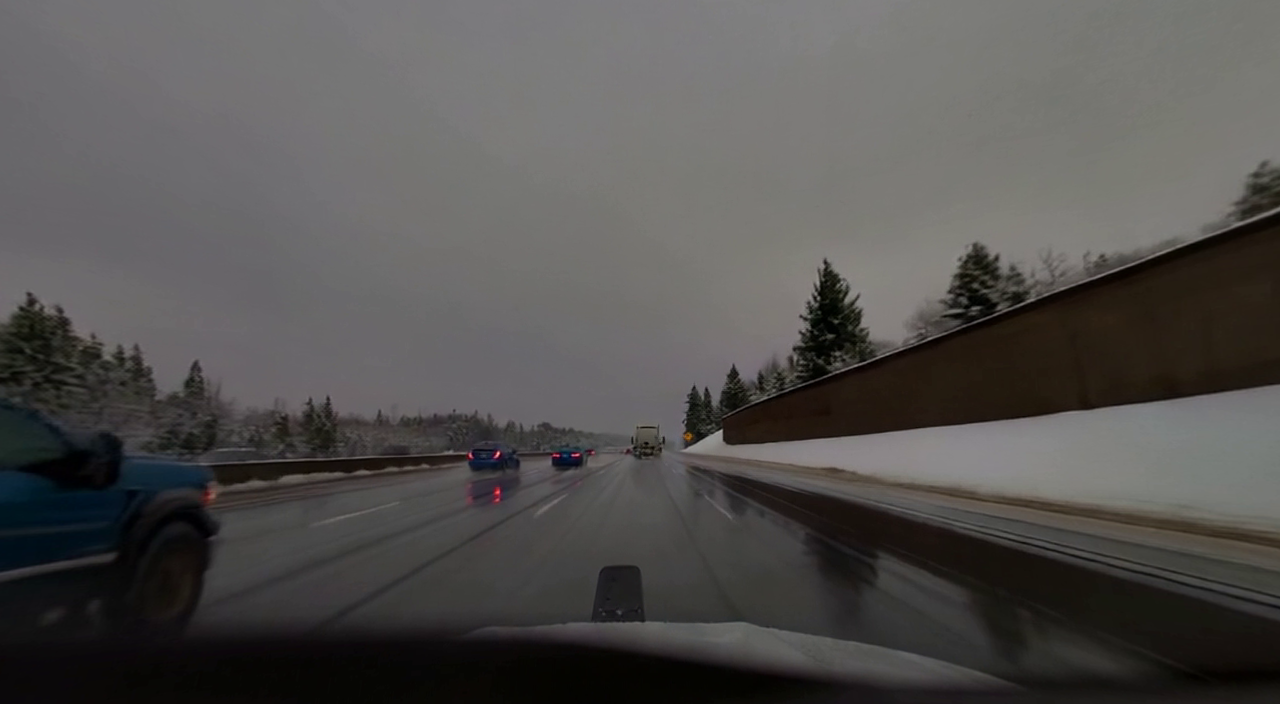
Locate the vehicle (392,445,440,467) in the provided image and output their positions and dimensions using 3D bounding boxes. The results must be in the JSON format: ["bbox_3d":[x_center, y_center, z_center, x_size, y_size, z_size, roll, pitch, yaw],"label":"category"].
[{"bbox_3d":[-16.709,7.767,47.212,1.903,1.563,4.375,0,-9,1],"label":"vehicle"}]

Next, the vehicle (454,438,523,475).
[{"bbox_3d":[-7.356,5.137,31.118,2.189,1.673,4.699,0,-9,1],"label":"vehicle"}]

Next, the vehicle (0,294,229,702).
[{"bbox_3d":[-4.360,0.515,1.818,2.368,2.003,5.844,1,-9,0],"label":"vehicle"}]

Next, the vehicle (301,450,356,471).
[{"bbox_3d":[-24.214,8.444,49.107,1.891,1.543,4.471,0,-9,1],"label":"vehicle"}]

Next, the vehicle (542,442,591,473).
[{"bbox_3d":[-3.817,5.571,33.459,2.000,1.512,4.371,0,-9,1],"label":"vehicle"}]

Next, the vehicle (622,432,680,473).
[{"bbox_3d":[0.536,5.337,33.592,2.856,1.994,4.931,1,-9,0],"label":"vehicle"}]
